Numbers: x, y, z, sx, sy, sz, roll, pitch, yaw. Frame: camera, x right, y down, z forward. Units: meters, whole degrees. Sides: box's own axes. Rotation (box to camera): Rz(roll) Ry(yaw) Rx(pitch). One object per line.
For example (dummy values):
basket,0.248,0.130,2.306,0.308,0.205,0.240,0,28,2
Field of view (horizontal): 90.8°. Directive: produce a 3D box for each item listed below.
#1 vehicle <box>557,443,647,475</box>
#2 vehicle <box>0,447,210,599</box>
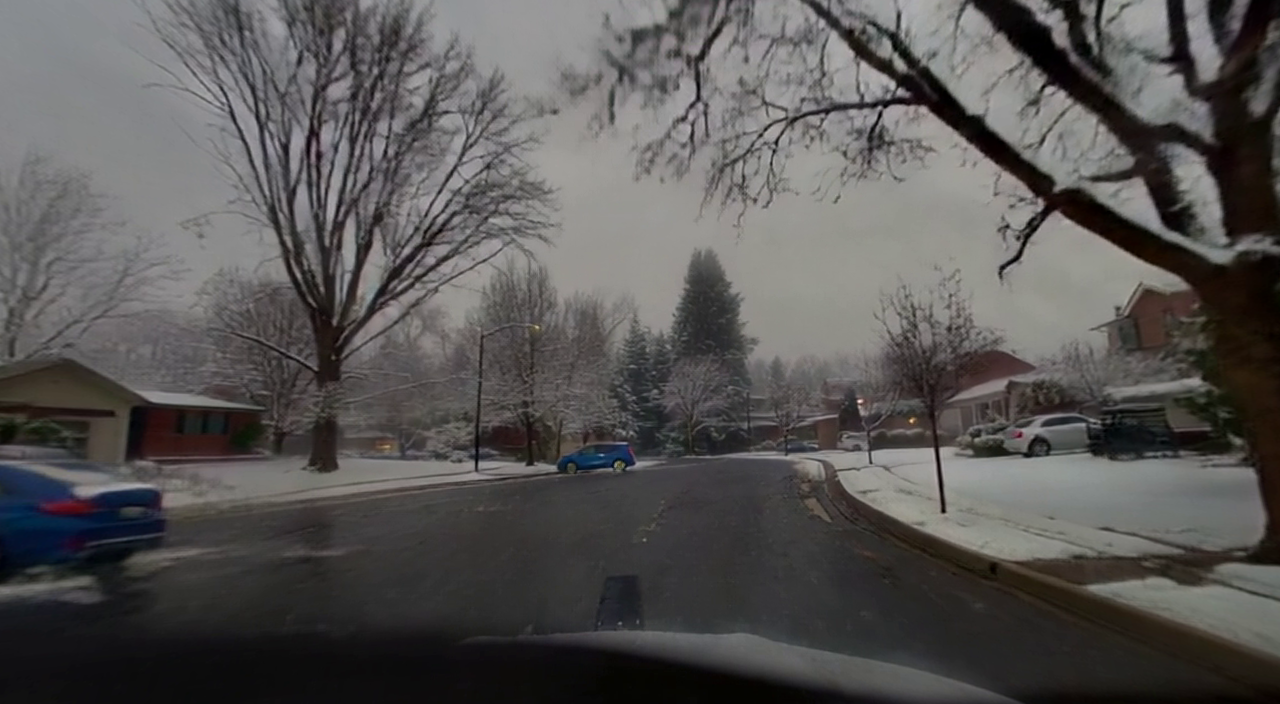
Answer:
vehicle,-2.089,5.956,35.286,4.692,1.660,1.879,-2,-9,13
vehicle,-8.004,1.852,7.328,4.653,1.480,1.871,0,-9,2
